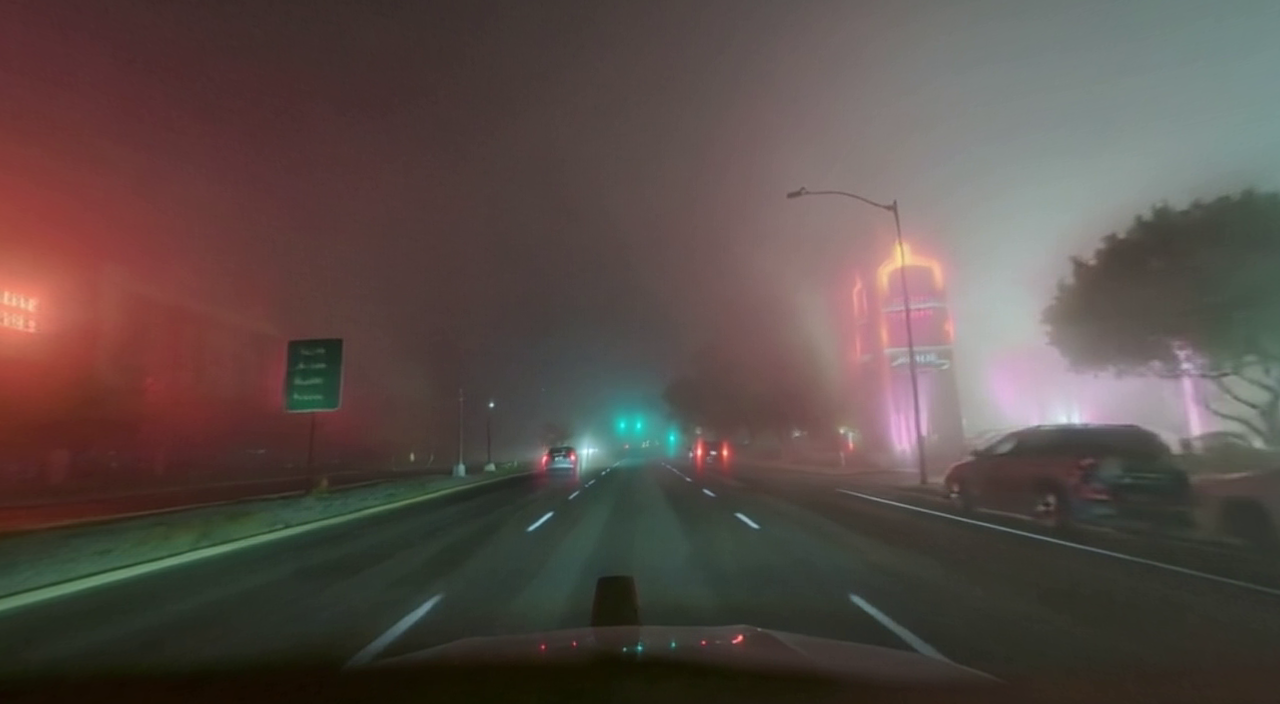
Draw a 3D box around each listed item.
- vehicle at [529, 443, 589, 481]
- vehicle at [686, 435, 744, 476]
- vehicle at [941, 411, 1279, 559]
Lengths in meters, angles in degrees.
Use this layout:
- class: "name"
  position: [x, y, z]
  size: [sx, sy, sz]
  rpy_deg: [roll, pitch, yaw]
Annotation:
- class: "vehicle"
  position: [-3.360, 4.655, 26.870]
  size: [2.005, 1.477, 4.169]
  rpy_deg: [0, -8, 0]
- class: "vehicle"
  position: [3.410, 4.807, 29.407]
  size: [2.083, 1.743, 4.354]
  rpy_deg: [0, -8, -1]
- class: "vehicle"
  position: [6.868, 1.885, 9.727]
  size: [1.950, 1.678, 4.985]
  rpy_deg: [0, -8, 0]
